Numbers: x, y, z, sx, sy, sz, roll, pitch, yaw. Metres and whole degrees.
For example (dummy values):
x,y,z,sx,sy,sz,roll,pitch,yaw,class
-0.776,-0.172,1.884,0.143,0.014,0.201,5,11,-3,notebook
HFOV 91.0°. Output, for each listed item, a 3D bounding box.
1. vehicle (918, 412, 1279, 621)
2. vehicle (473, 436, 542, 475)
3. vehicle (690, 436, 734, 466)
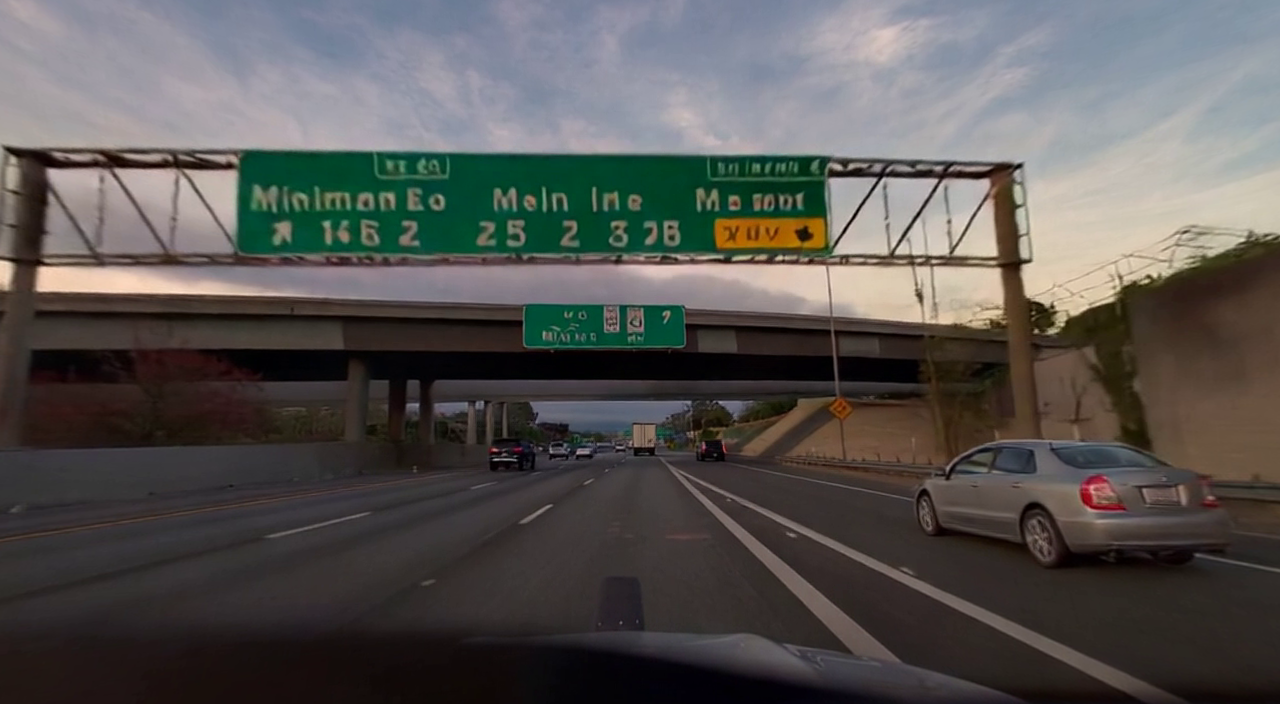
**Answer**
x,y,z,sx,sy,sz,roll,pitch,yaw,class
5.213,1.554,6.977,2.075,1.510,4.569,0,-9,-2,vehicle
-6.325,5.027,30.745,2.179,1.753,4.999,0,-9,1,vehicle
4.793,6.674,42.619,2.220,1.898,4.752,0,-9,-2,vehicle
